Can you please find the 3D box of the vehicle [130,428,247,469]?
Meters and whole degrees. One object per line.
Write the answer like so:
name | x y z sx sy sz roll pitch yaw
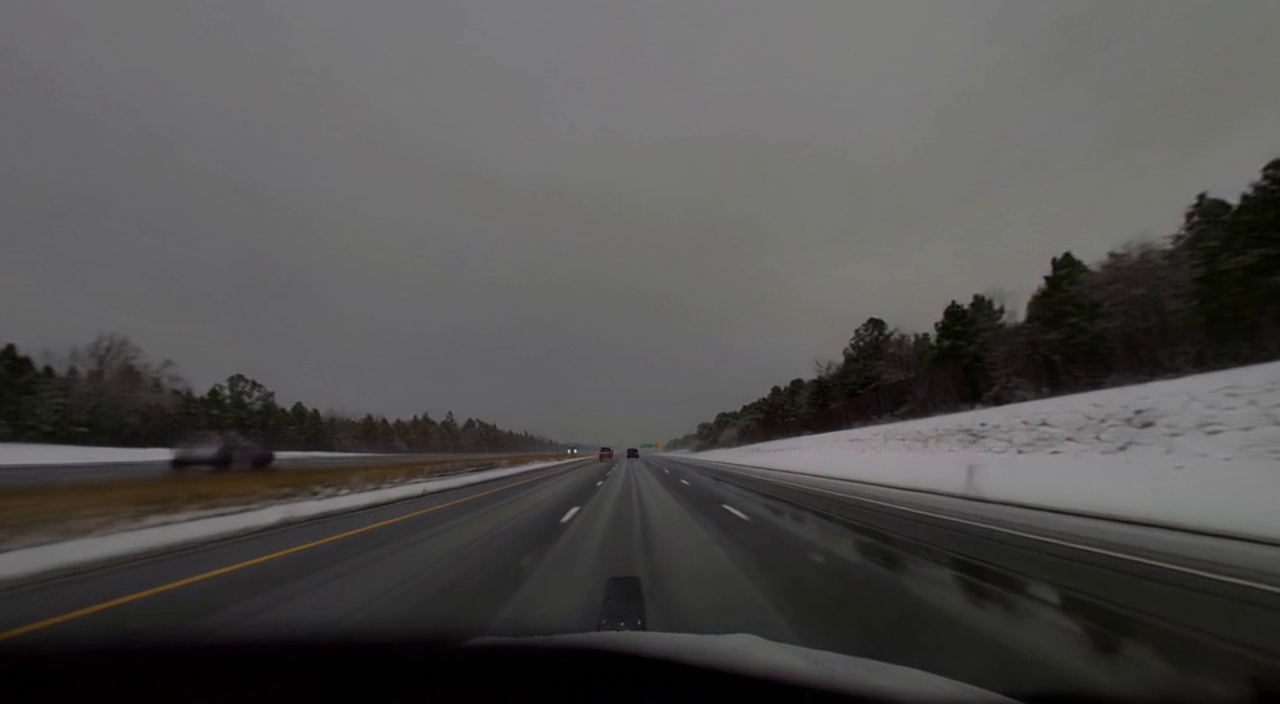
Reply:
vehicle | -18.220 3.951 25.700 1.809 1.502 4.012 0 -9 -1
